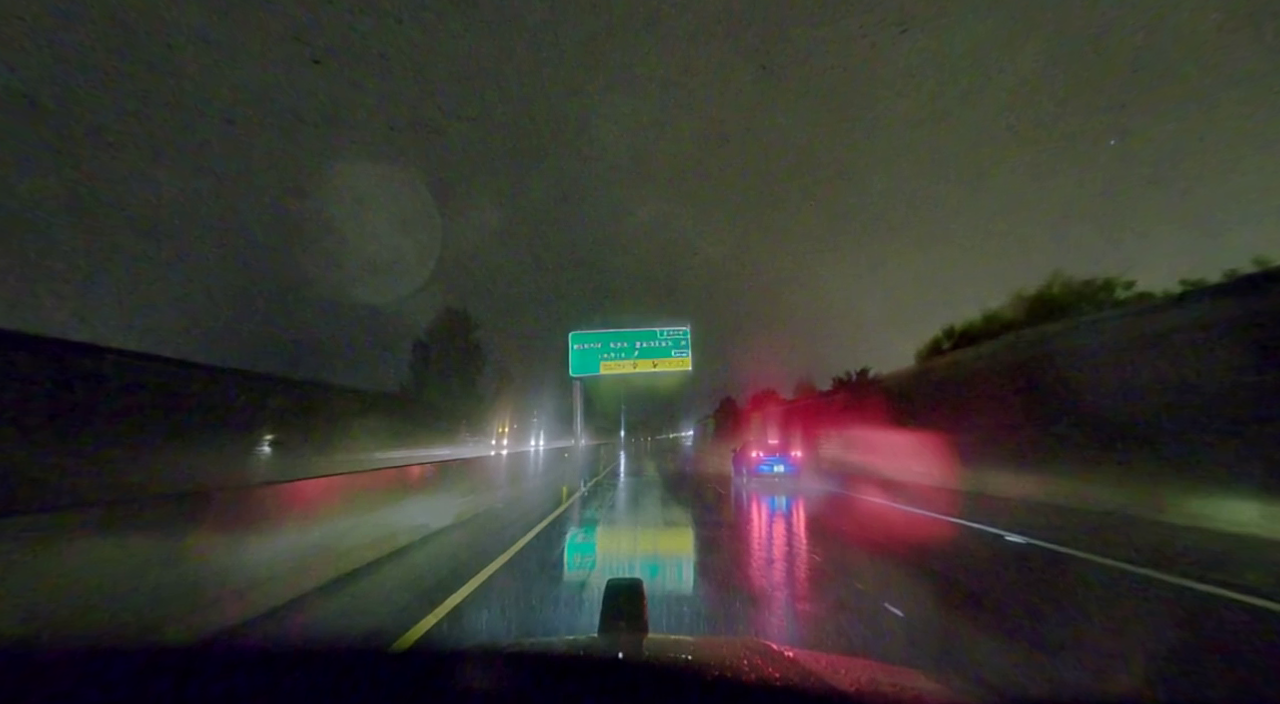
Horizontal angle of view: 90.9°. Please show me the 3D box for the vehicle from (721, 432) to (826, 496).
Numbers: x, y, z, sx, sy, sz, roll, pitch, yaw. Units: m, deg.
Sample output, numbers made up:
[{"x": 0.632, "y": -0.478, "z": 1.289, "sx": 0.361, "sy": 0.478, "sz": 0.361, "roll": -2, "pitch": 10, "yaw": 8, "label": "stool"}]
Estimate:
[{"x": 3.519, "y": 3.036, "z": 17.440, "sx": 1.997, "sy": 1.515, "sz": 4.025, "roll": 0, "pitch": -8, "yaw": 0, "label": "vehicle"}]
